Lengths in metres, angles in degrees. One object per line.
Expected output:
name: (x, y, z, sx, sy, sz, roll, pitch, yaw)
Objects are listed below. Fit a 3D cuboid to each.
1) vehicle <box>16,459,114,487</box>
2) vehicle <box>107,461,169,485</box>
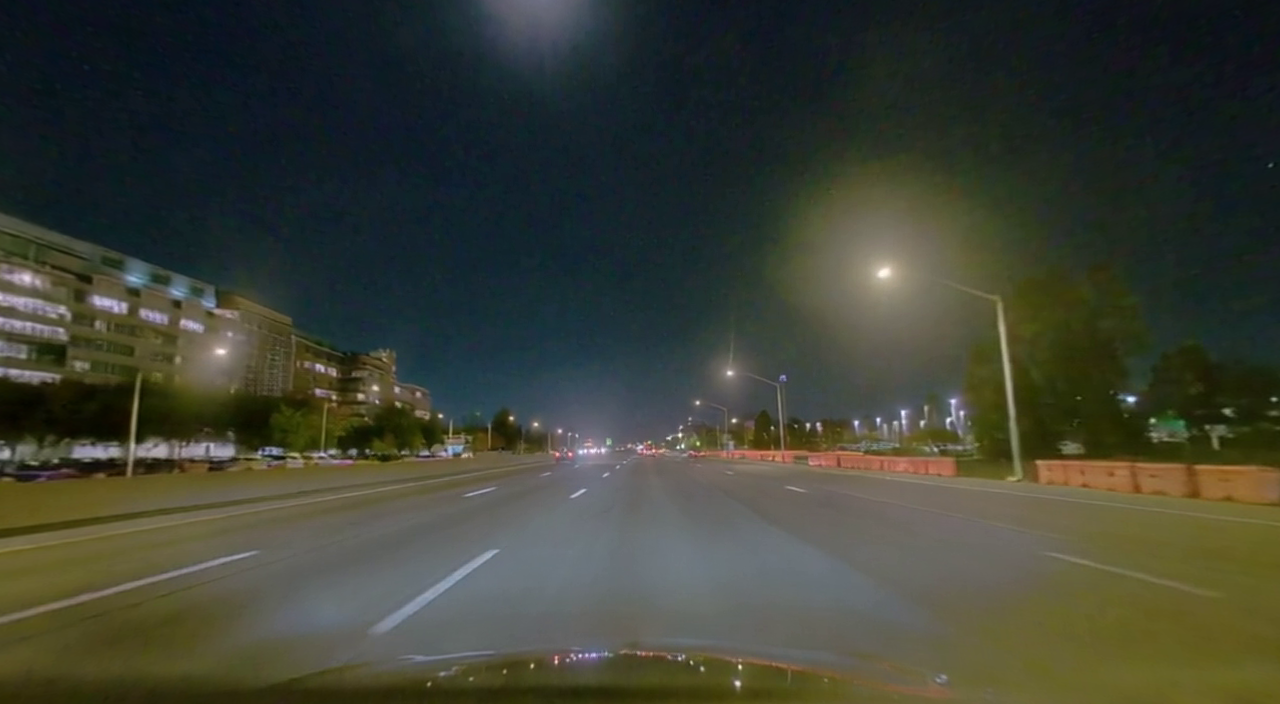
vehicle: (-38.948, 8.184, 42.709, 4.746, 1.804, 2.038, -1, -9, 4)
vehicle: (-38.457, 9.261, 48.238, 3.296, 1.468, 1.842, -5, -9, 5)
